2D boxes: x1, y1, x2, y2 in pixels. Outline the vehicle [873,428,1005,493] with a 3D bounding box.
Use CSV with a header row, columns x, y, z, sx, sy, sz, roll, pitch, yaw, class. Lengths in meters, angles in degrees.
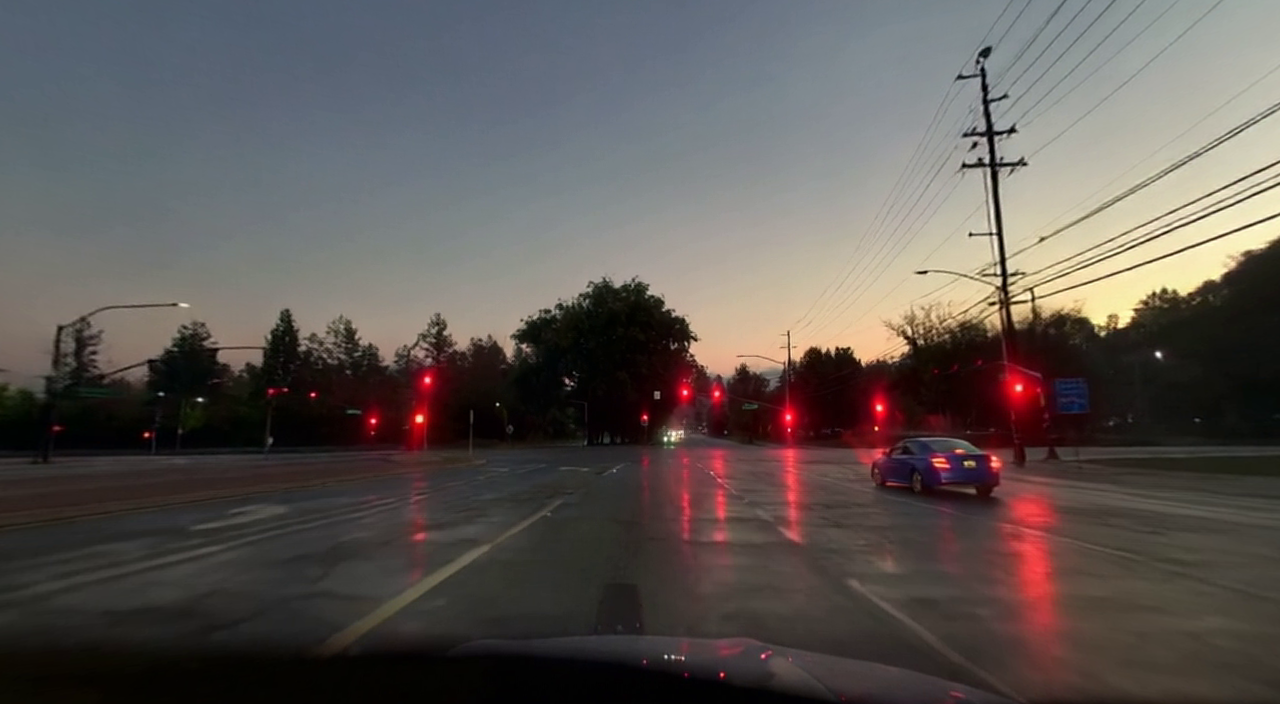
x,y,z,sx,sy,sz,roll,pitch,yaw,class
7.899,2.885,17.104,1.797,1.544,3.685,0,-9,1,vehicle
